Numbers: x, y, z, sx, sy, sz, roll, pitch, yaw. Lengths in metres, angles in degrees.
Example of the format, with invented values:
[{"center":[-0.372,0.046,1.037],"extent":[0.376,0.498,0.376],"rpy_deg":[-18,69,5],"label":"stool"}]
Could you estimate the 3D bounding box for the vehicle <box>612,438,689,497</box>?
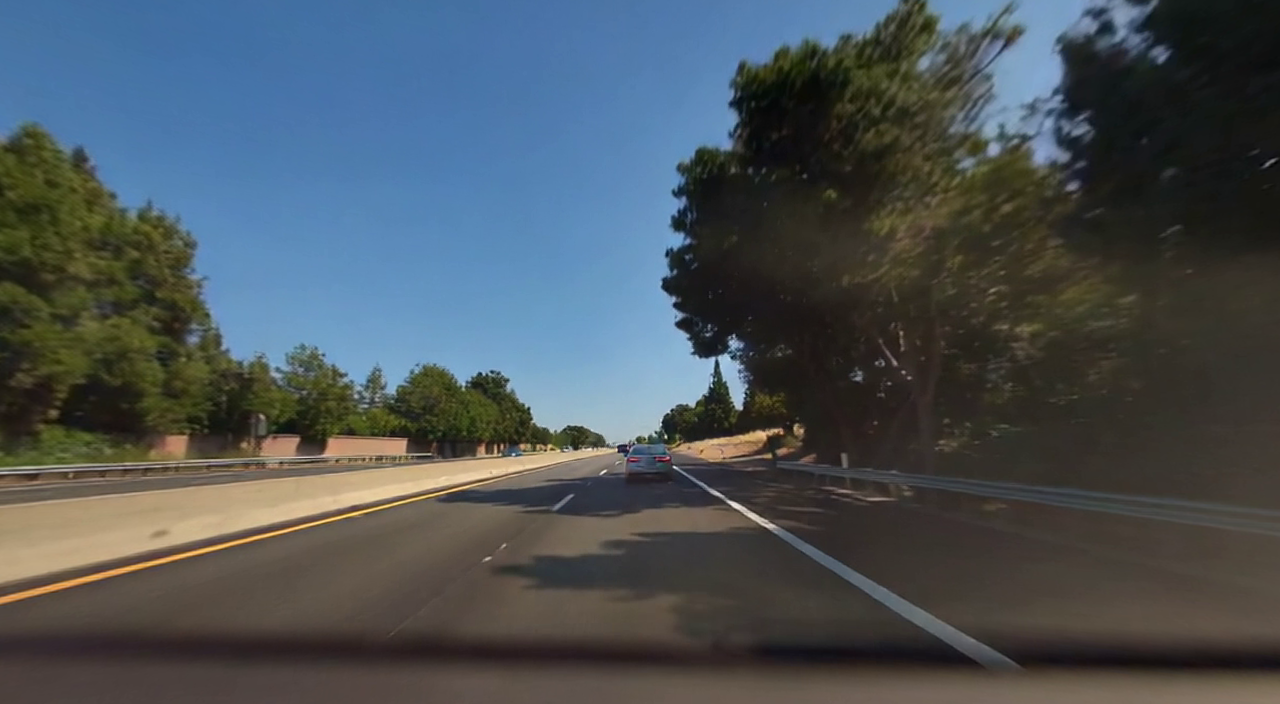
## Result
[{"center":[0.187,3.400,18.825],"extent":[2.021,1.533,4.014],"rpy_deg":[0,-9,-3],"label":"vehicle"}]
